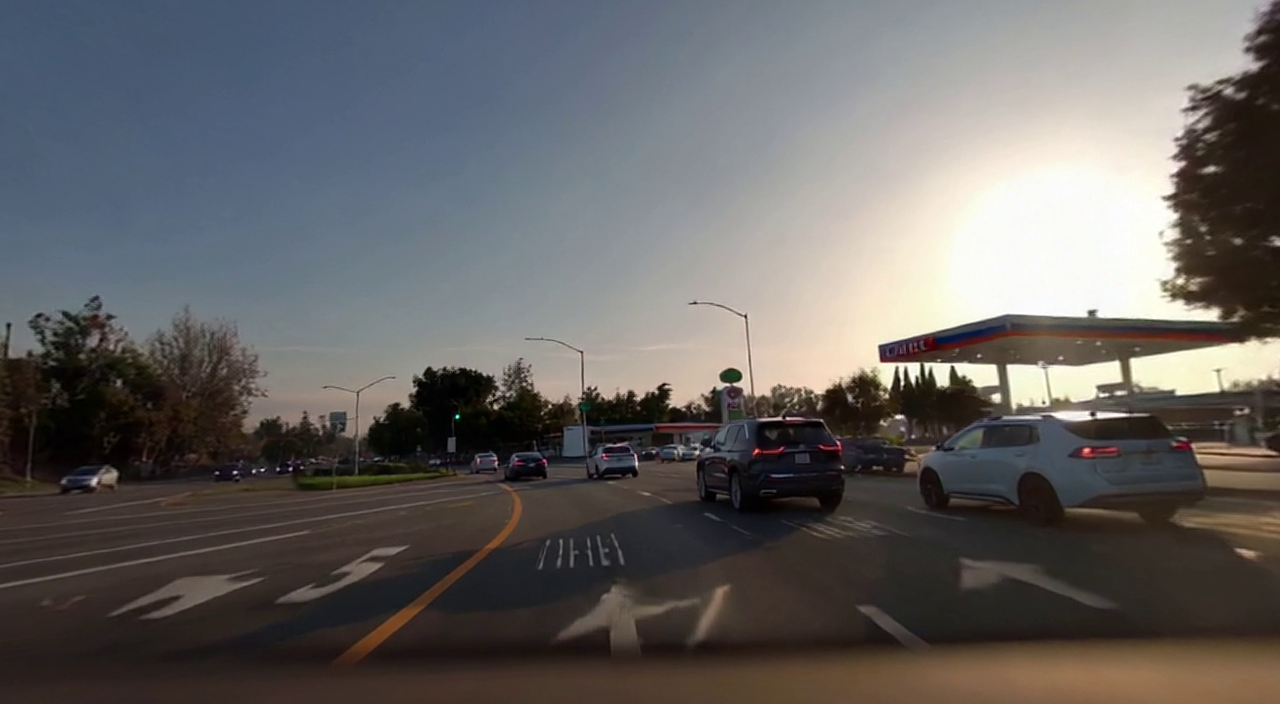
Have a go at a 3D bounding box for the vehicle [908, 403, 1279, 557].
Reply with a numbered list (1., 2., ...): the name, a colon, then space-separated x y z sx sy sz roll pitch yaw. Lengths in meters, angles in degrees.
1. vehicle: 5.772 1.669 8.866 1.881 1.604 4.289 1 -8 -4

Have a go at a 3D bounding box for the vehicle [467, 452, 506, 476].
1. vehicle: -11.456 8.286 46.887 2.193 1.609 3.874 3 -9 -21

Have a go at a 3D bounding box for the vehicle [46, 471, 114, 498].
1. vehicle: -37.178 8.759 41.980 1.788 1.479 4.506 3 -9 -21

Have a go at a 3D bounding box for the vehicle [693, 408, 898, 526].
1. vehicle: 2.599 2.111 12.071 2.184 1.777 4.712 1 -9 -8

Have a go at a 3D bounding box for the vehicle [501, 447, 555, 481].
1. vehicle: -5.531 5.404 30.781 2.107 1.527 4.174 2 -9 -16

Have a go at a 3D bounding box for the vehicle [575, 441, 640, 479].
1. vehicle: -1.579 4.971 29.218 2.012 1.612 4.114 3 -9 -17
